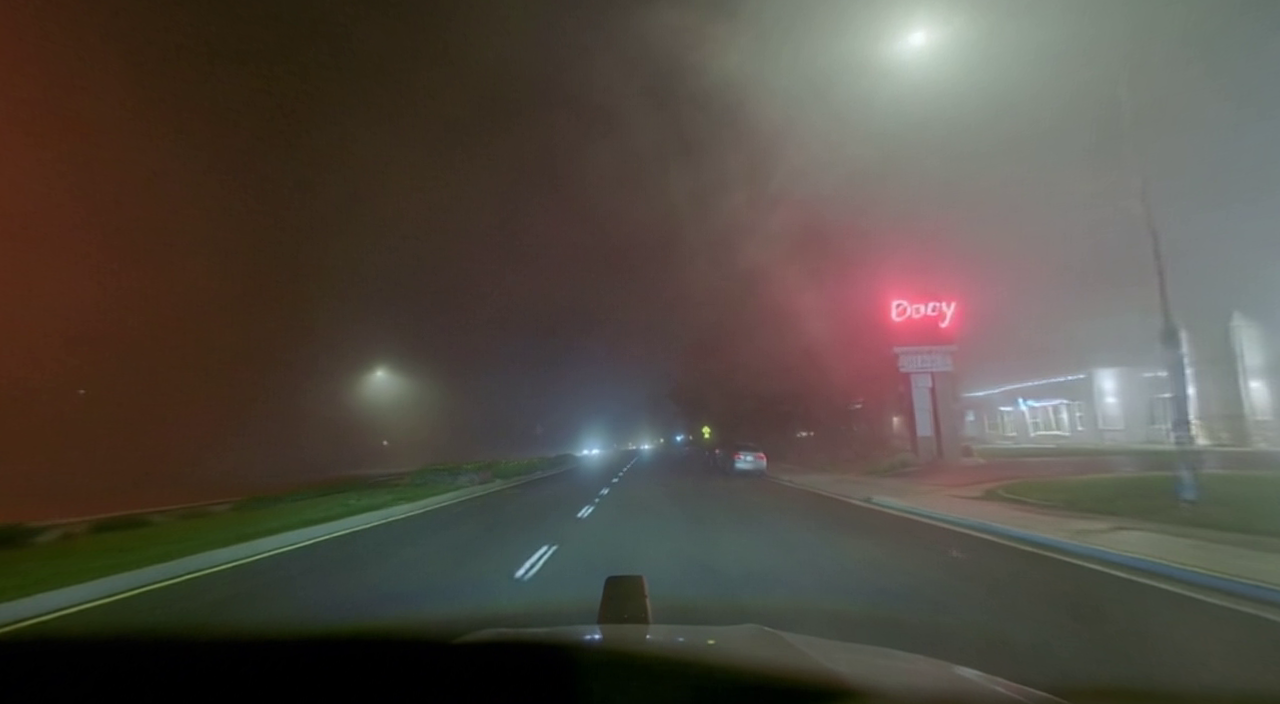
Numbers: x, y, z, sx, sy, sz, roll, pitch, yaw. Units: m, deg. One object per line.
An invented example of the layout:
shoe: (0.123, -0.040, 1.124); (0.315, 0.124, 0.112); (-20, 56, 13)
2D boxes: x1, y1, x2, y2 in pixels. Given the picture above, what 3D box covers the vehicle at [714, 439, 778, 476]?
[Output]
vehicle: (4.725, 4.780, 28.857); (2.085, 1.509, 5.134); (0, -8, 1)
